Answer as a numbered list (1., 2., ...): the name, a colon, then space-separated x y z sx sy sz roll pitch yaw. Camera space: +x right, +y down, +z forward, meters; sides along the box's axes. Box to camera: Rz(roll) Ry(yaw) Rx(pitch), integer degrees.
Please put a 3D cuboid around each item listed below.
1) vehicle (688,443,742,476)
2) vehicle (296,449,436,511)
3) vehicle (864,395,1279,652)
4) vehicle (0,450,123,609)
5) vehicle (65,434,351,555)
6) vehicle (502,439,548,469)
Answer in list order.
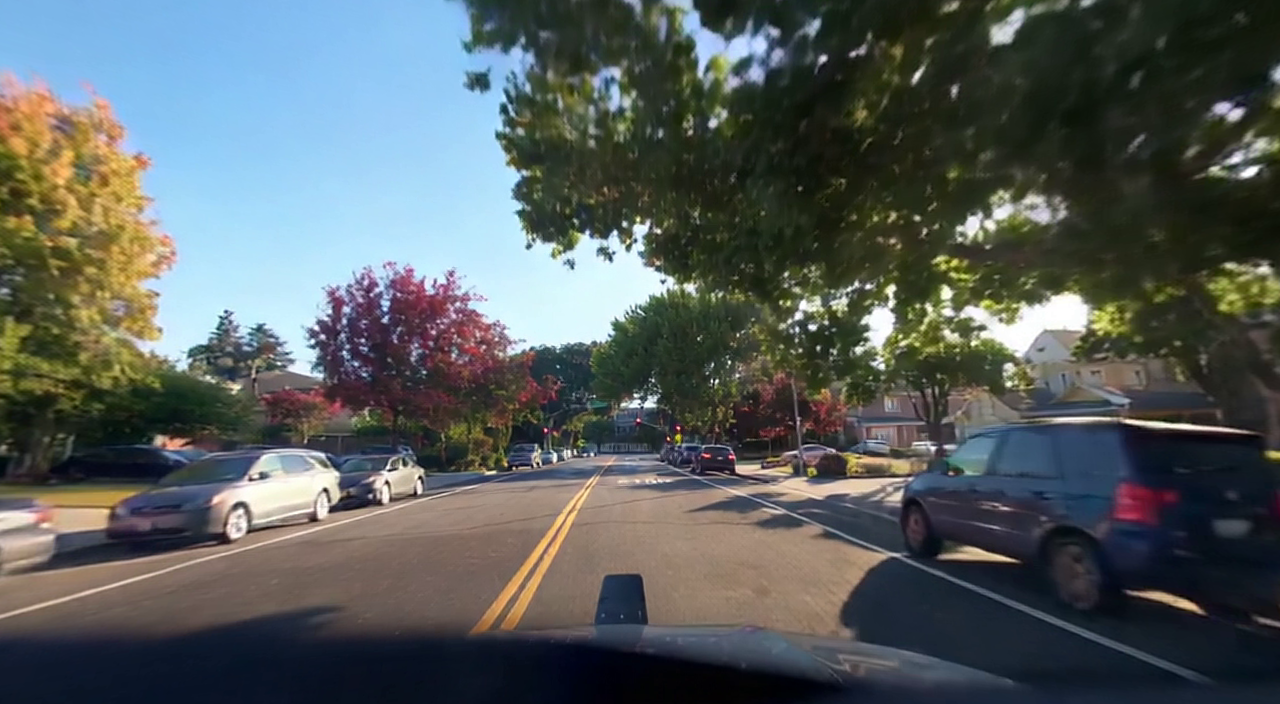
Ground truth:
1. vehicle: 3.718 5.419 32.142 1.955 1.536 4.395 1 -8 -4
2. vehicle: -7.293 3.415 17.401 1.954 1.430 4.395 0 -8 -1
3. vehicle: 4.278 1.482 6.586 1.992 1.703 4.503 0 -8 -3
4. vehicle: -6.826 1.515 4.909 1.811 1.454 4.610 0 -8 -2
5. vehicle: -7.246 2.378 11.348 2.092 1.706 4.356 0 -8 -1
6. vehicle: -8.274 7.404 46.043 2.420 2.004 5.615 0 -8 -2
